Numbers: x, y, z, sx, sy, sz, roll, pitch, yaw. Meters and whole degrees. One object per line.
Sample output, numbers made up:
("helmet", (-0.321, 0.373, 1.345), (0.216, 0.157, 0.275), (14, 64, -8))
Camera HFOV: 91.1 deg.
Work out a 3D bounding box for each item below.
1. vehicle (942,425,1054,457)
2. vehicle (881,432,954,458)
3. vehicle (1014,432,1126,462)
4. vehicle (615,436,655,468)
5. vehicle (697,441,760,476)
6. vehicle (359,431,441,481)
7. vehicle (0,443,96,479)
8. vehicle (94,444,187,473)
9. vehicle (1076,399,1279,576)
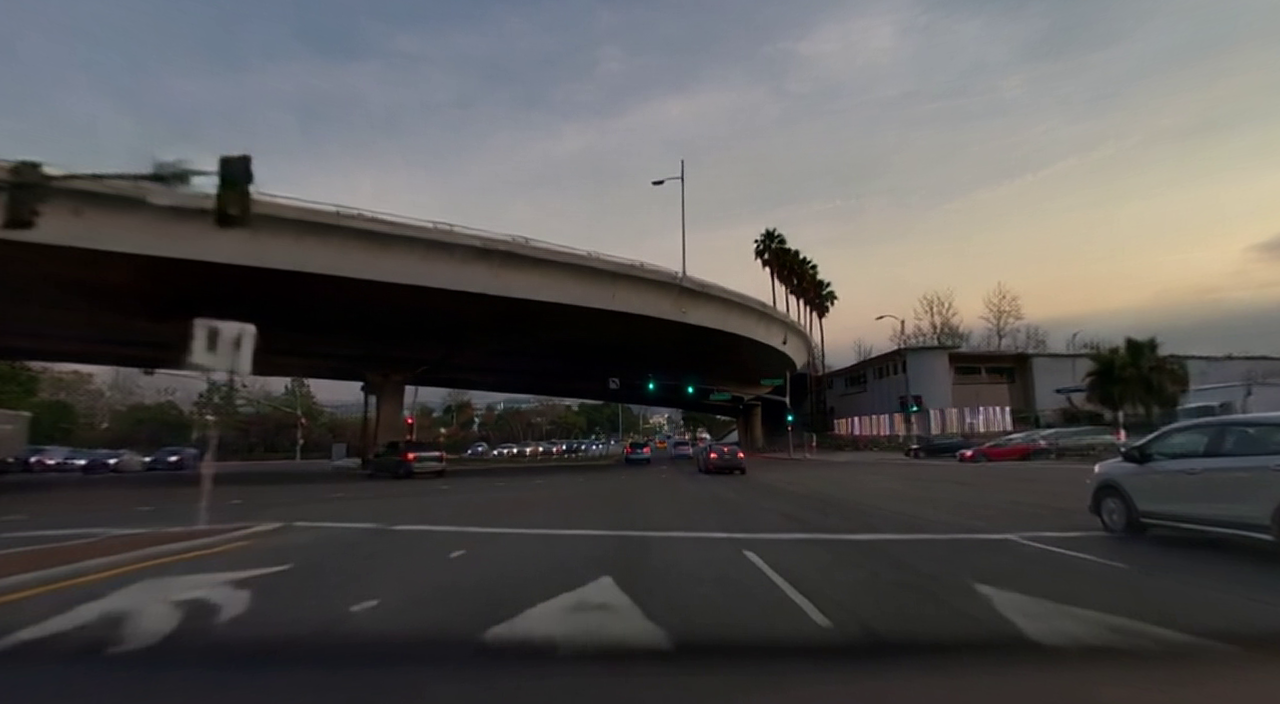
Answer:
("vehicle", (23.531, 5.874, 41.549), (5.932, 2.021, 2.430), (-2, -8, 15))
("vehicle", (20.280, 6.865, 46.161), (4.638, 1.694, 2.079), (-5, -12, 19))
("vehicle", (23.209, 5.127, 34.078), (4.547, 1.527, 1.890), (-2, -8, 15))
("vehicle", (-0.270, 5.784, 36.518), (2.172, 1.694, 4.055), (0, -8, 0))
("vehicle", (3.851, 4.684, 27.907), (2.156, 1.404, 4.120), (0, -8, -1))
("vehicle", (-11.098, 4.683, 28.730), (2.485, 2.012, 5.498), (5, -9, -30))
("vehicle", (-35.117, 6.361, 36.843), (5.014, 1.956, 2.232), (-2, -8, 15))
("vehicle", (-34.643, 7.357, 43.573), (5.302, 1.847, 2.233), (-2, -8, 15))
("vehicle", (6.996, 1.362, 6.489), (1.964, 1.647, 4.114), (0, -8, 0))
